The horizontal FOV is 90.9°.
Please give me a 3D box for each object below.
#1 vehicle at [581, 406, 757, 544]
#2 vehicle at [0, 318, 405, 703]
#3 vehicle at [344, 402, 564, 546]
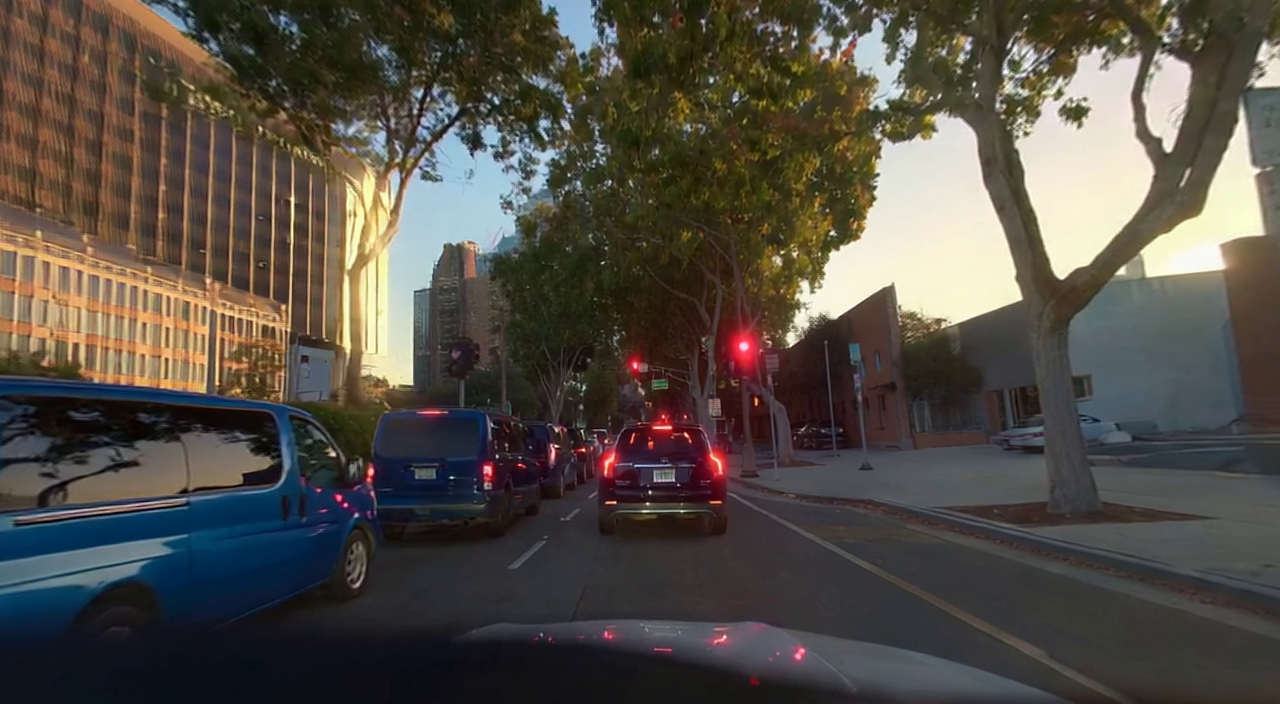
[{"bbox_3d":[0.375,1.844,9.976,2.205,1.727,3.917,0,-8,0],"label":"vehicle"},{"bbox_3d":[-3.169,1.012,3.886,1.940,1.722,3.823,0,-8,0],"label":"vehicle"},{"bbox_3d":[-2.641,1.882,10.330,2.124,1.799,4.587,0,-8,1],"label":"vehicle"}]
